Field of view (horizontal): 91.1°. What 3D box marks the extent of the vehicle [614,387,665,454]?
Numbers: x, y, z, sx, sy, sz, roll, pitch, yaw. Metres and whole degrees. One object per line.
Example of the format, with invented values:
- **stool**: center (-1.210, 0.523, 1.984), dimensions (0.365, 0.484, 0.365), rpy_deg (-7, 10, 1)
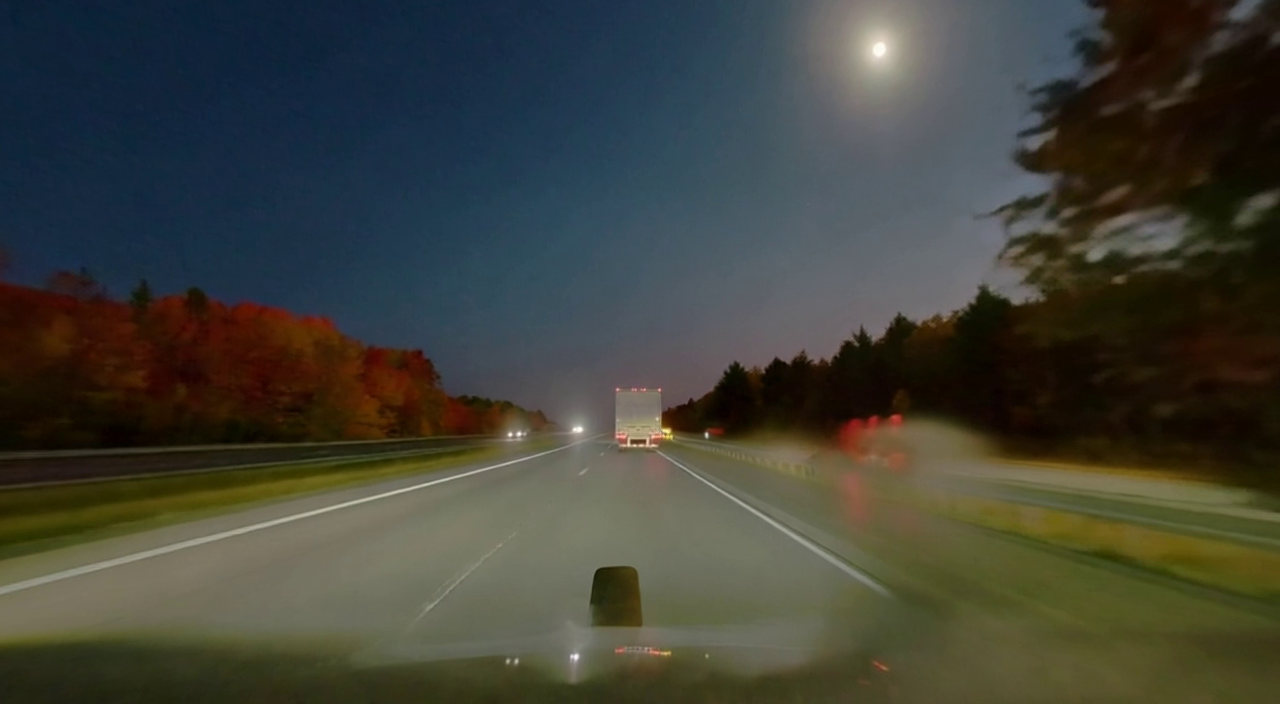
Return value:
- **vehicle**: center (-0.193, 4.897, 43.549), dimensions (3.013, 4.016, 11.496), rpy_deg (0, -8, -2)
